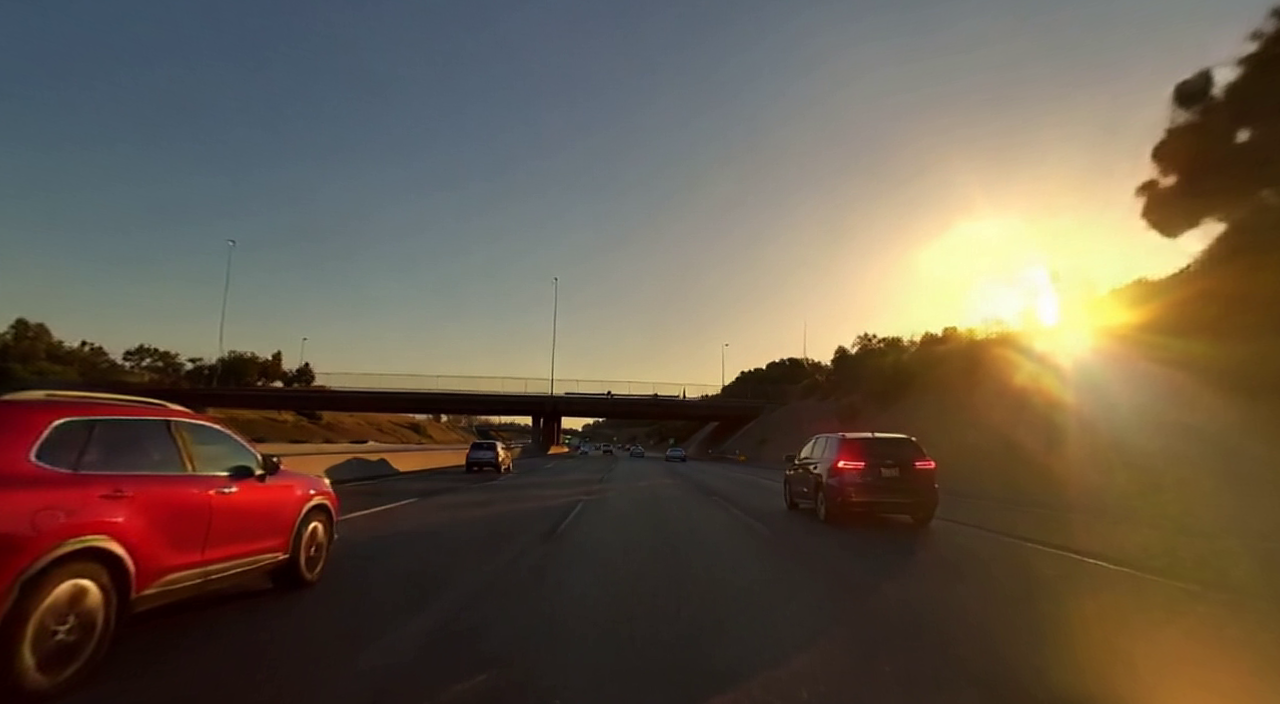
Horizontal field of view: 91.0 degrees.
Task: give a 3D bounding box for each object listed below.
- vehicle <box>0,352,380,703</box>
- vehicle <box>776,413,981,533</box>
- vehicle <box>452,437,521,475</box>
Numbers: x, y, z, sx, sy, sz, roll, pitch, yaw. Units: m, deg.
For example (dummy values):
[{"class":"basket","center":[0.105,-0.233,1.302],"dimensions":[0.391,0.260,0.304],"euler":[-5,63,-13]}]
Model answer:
[{"class":"vehicle","center":[-4.034,1.154,4.687],"dimensions":[2.214,1.743,4.465],"euler":[0,-9,1]},{"class":"vehicle","center":[4.260,2.255,12.294],"dimensions":[2.153,1.860,4.689],"euler":[0,-9,0]},{"class":"vehicle","center":[-7.398,5.075,30.829],"dimensions":[2.095,1.696,4.680],"euler":[-1,-9,1]}]
